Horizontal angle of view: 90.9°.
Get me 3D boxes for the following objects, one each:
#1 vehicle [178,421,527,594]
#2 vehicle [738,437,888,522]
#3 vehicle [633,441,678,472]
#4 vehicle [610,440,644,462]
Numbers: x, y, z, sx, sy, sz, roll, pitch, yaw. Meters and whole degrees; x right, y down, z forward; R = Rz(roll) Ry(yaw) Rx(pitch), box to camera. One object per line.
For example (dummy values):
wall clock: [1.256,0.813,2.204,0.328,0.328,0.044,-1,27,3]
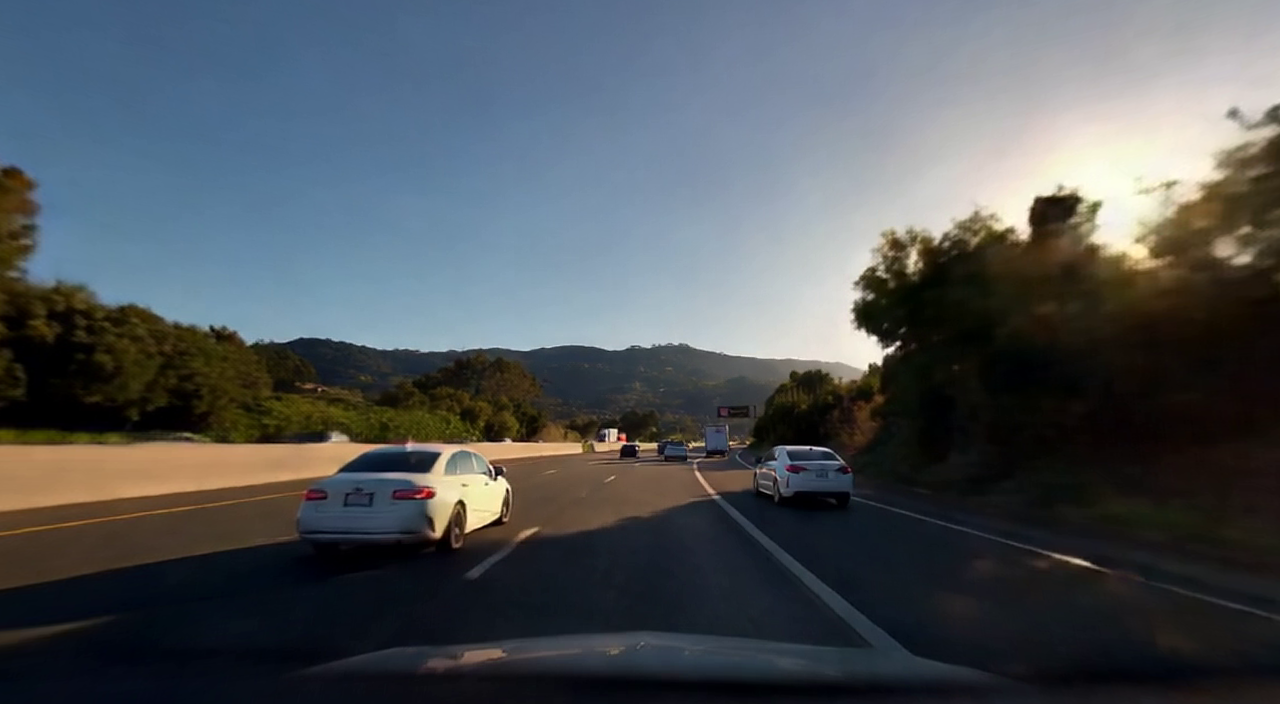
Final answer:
vehicle: [-2.951,1.712,7.957,2.031,1.491,4.792,0,-8,2]
vehicle: [3.428,2.602,13.486,2.013,1.464,4.317,1,-8,0]
vehicle: [0.877,5.415,32.931,2.202,1.467,3.929,-1,-8,4]
vehicle: [-0.913,7.410,47.306,2.010,1.482,4.230,0,-8,5]
